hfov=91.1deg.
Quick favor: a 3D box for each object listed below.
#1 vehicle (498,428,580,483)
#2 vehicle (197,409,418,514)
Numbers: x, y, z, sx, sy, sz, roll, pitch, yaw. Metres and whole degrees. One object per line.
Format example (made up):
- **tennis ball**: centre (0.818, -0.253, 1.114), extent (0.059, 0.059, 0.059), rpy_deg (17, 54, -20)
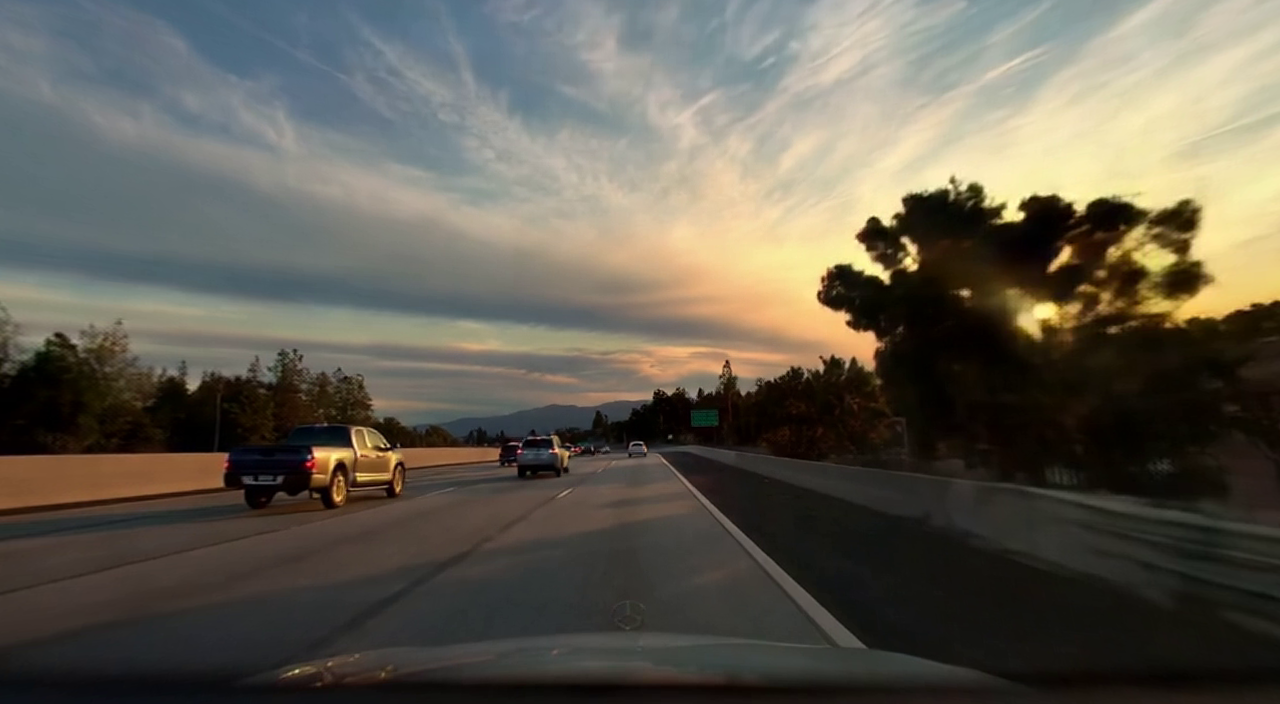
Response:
- **vehicle**: centre (-3.614, 3.825, 23.499), extent (2.142, 1.789, 5.009), rpy_deg (0, -8, 1)
- **vehicle**: centre (-7.225, 2.456, 14.554), extent (2.160, 1.949, 5.293), rpy_deg (0, -8, 1)
